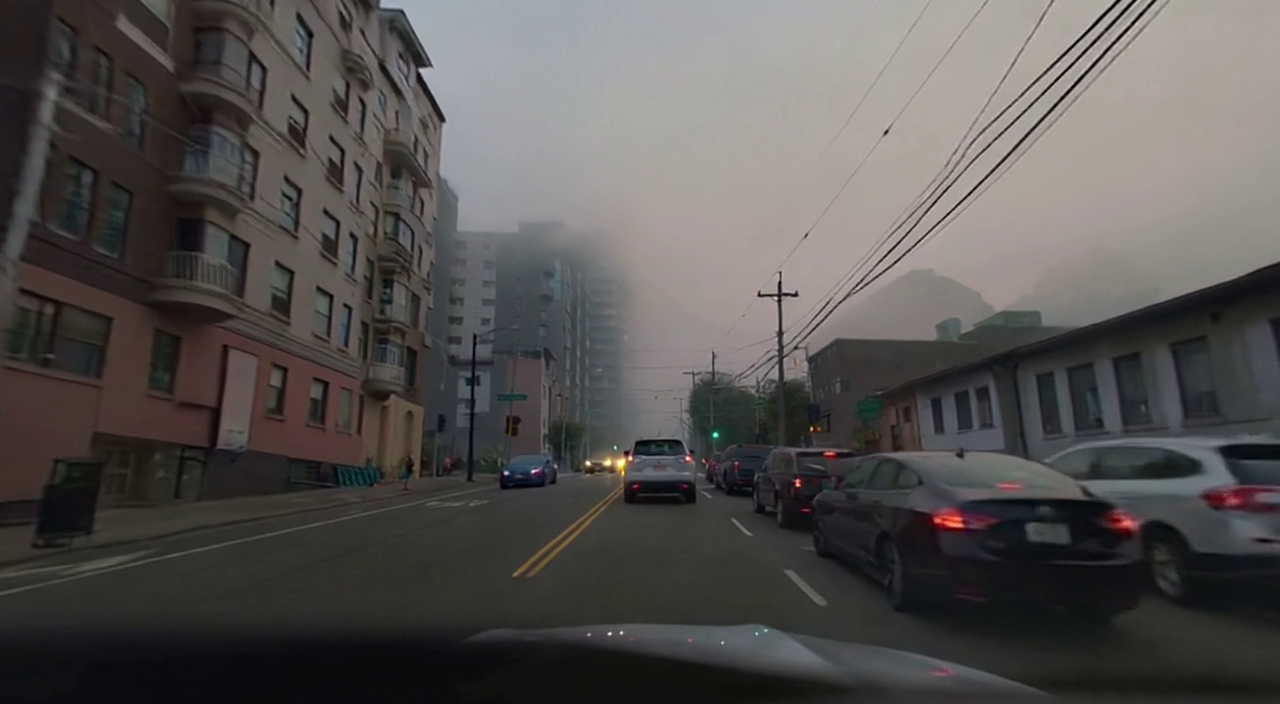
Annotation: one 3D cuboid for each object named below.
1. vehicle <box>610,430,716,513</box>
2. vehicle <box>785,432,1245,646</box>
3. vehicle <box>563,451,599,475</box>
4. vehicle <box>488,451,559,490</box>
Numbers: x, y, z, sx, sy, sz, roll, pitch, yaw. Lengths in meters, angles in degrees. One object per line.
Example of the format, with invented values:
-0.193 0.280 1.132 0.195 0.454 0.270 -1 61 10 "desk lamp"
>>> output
0.499 2.825 15.399 2.232 1.736 4.036 0 -8 1 "vehicle"
3.225 1.697 7.010 2.116 1.487 4.988 0 -8 1 "vehicle"
-4.554 8.627 49.119 2.215 1.703 4.614 0 -8 2 "vehicle"
-4.827 4.960 26.755 1.966 1.470 4.528 0 -8 2 "vehicle"
